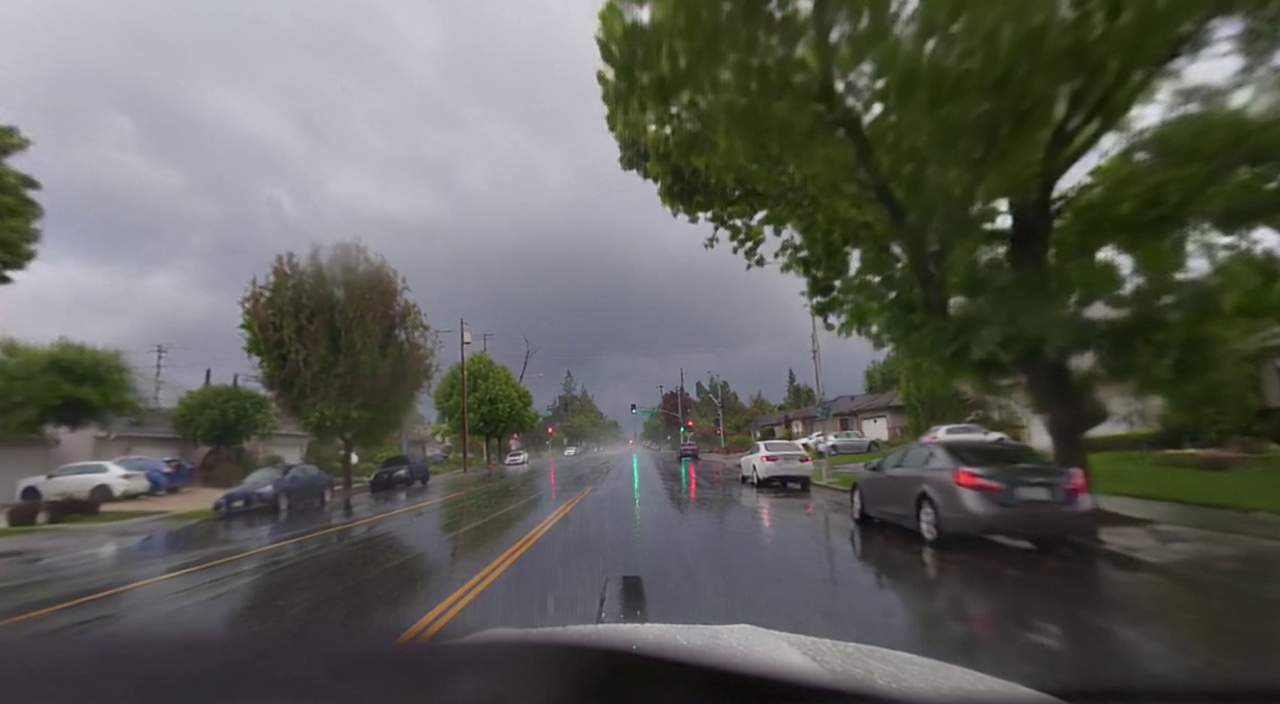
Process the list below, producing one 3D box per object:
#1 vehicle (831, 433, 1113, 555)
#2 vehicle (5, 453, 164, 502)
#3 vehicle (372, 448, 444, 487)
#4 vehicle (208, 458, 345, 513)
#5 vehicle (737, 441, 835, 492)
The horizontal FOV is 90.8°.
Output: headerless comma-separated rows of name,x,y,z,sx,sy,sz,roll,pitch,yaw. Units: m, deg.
vehicle,4.678,2.035,9.840,2.010,1.461,4.247,0,-8,-1
vehicle,-19.958,4.509,22.830,3.932,1.641,1.819,0,-8,-1
vehicle,-11.464,5.683,31.539,1.977,1.753,4.278,0,-8,0
vehicle,-11.431,4.194,20.249,1.867,1.471,4.139,0,-8,1
vehicle,4.506,3.586,20.240,2.063,1.444,4.217,0,-8,-1
